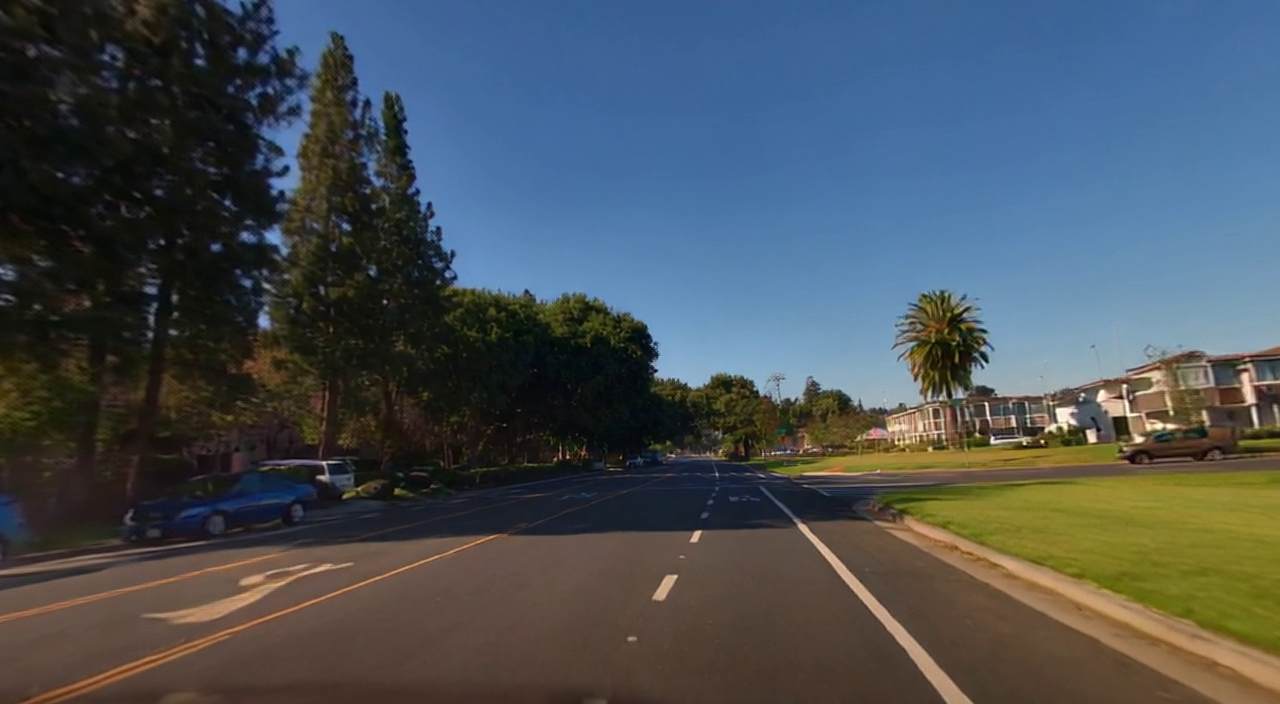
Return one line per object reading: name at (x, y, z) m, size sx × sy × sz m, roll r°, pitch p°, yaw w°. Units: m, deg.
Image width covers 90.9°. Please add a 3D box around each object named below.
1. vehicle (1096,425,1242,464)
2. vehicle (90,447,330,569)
vehicle at (25.936, 4.580, 31.117) m, size 4.955 × 1.814 × 2.166 m, roll -1°, pitch -8°, yaw 9°
vehicle at (-9.747, 3.471, 14.835) m, size 2.087 × 1.700 × 4.467 m, roll -5°, pitch -1°, yaw 9°
